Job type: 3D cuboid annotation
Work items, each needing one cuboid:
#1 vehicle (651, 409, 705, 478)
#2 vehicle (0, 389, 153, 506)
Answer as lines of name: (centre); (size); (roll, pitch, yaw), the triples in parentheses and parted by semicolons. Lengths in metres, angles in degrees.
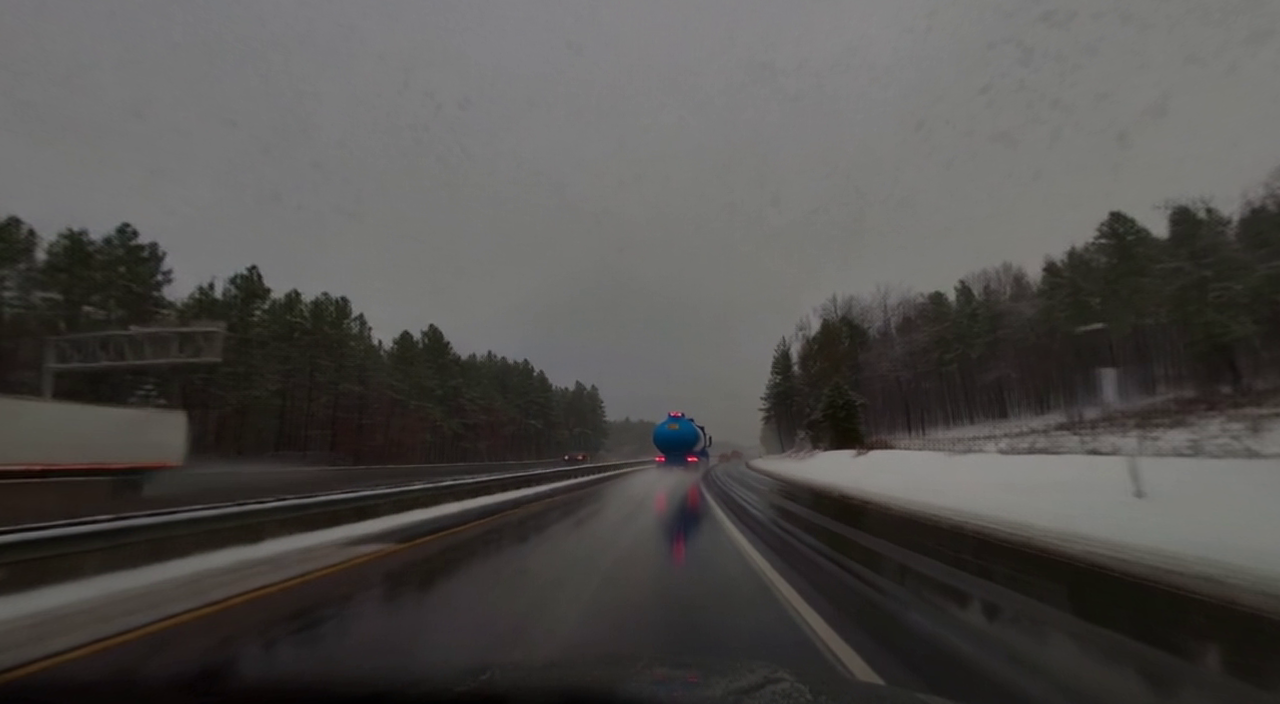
vehicle: (2.782, 6.026, 41.594); (2.907, 3.747, 13.318); (-1, -8, 6)
vehicle: (-18.753, 2.475, 16.345); (2.850, 3.134, 10.723); (-1, -8, 6)
